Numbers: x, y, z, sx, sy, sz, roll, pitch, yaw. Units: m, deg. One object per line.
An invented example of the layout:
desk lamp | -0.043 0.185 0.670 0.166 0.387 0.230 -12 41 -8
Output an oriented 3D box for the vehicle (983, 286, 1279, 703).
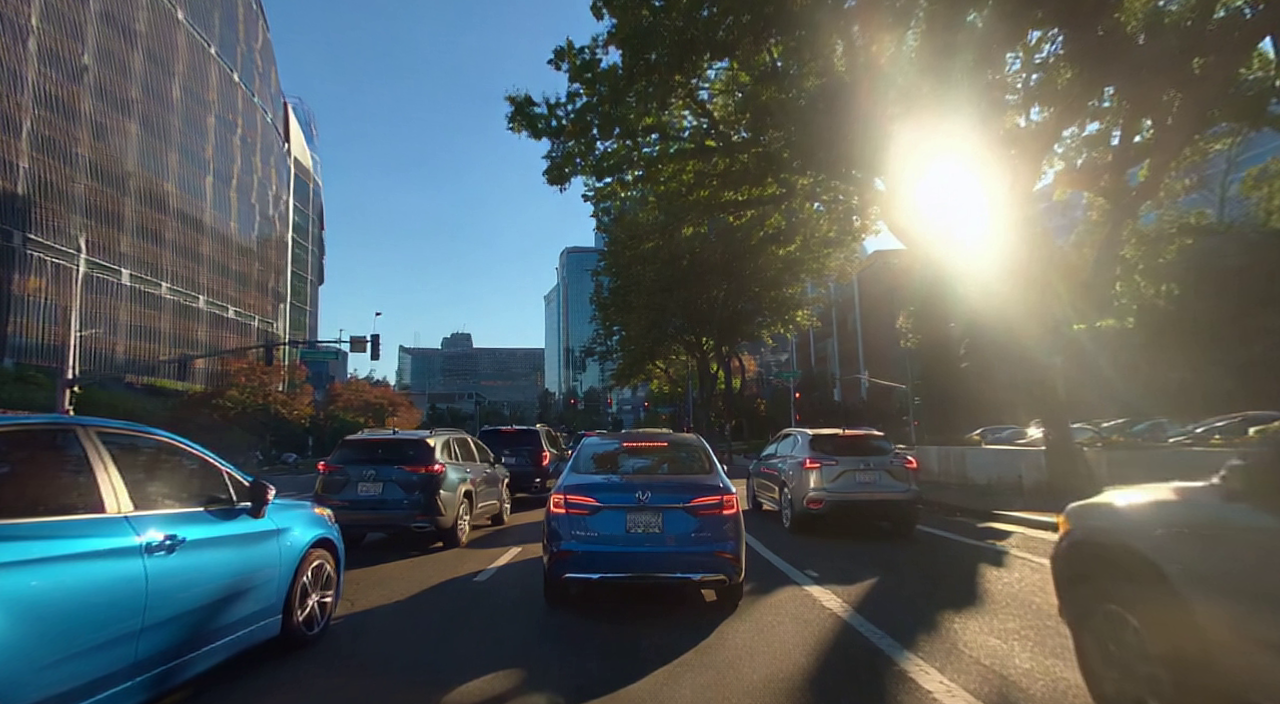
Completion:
vehicle | 3.060 0.605 1.410 2.108 1.785 4.334 0 -9 0

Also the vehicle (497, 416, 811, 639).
vehicle | 0.089 1.506 6.377 2.147 1.507 3.953 0 -8 0

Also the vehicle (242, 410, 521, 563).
vehicle | -3.372 1.868 9.494 2.168 1.719 4.561 -1 -9 1

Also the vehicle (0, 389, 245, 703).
vehicle | -3.388 0.748 1.234 2.144 1.505 4.635 -1 -9 1

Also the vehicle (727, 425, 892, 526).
vehicle | 3.156 2.405 12.802 2.110 1.661 4.295 0 -8 0
